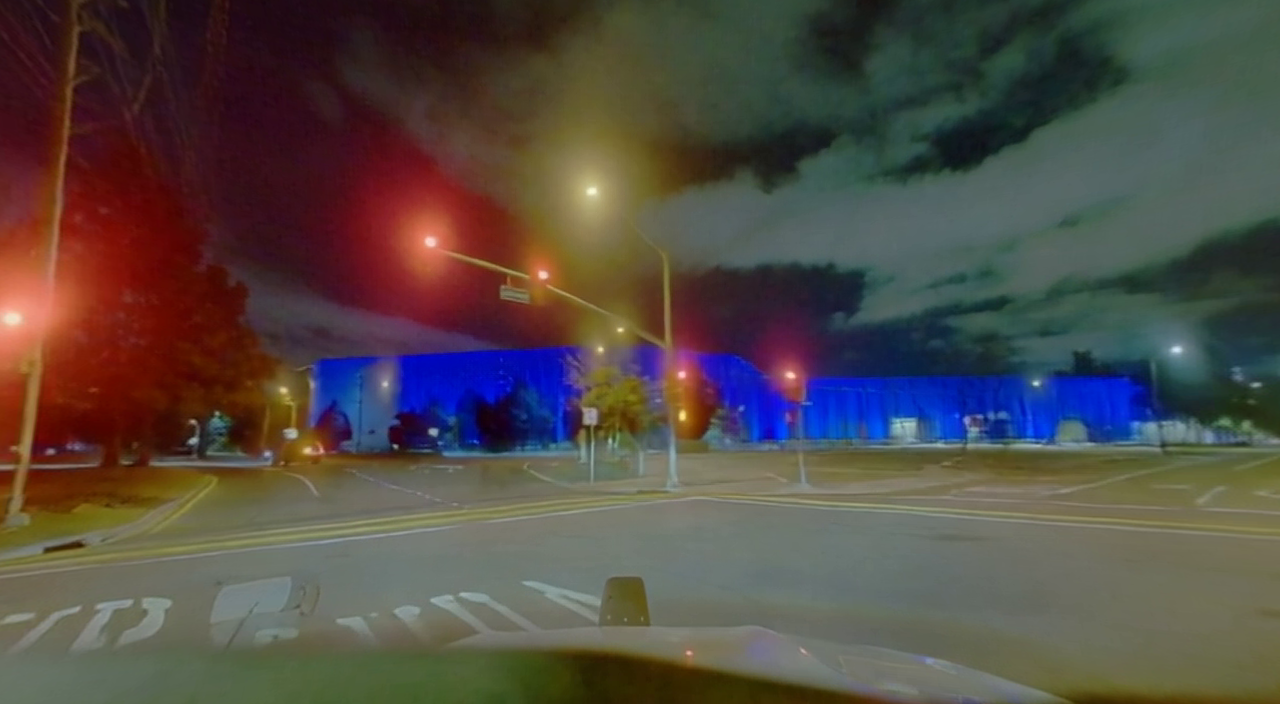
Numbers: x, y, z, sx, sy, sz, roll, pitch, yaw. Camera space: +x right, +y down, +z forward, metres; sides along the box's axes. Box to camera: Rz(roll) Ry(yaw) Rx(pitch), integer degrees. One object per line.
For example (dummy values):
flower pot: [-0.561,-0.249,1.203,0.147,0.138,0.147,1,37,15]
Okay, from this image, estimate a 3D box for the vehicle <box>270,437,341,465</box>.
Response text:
vehicle: [-25.013,7.392,47.044,5.570,1.923,2.336,-6,-11,36]

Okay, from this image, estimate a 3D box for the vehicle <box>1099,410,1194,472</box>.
vehicle: [24.921,4.381,30.916,5.997,2.750,2.324,7,-11,-41]
